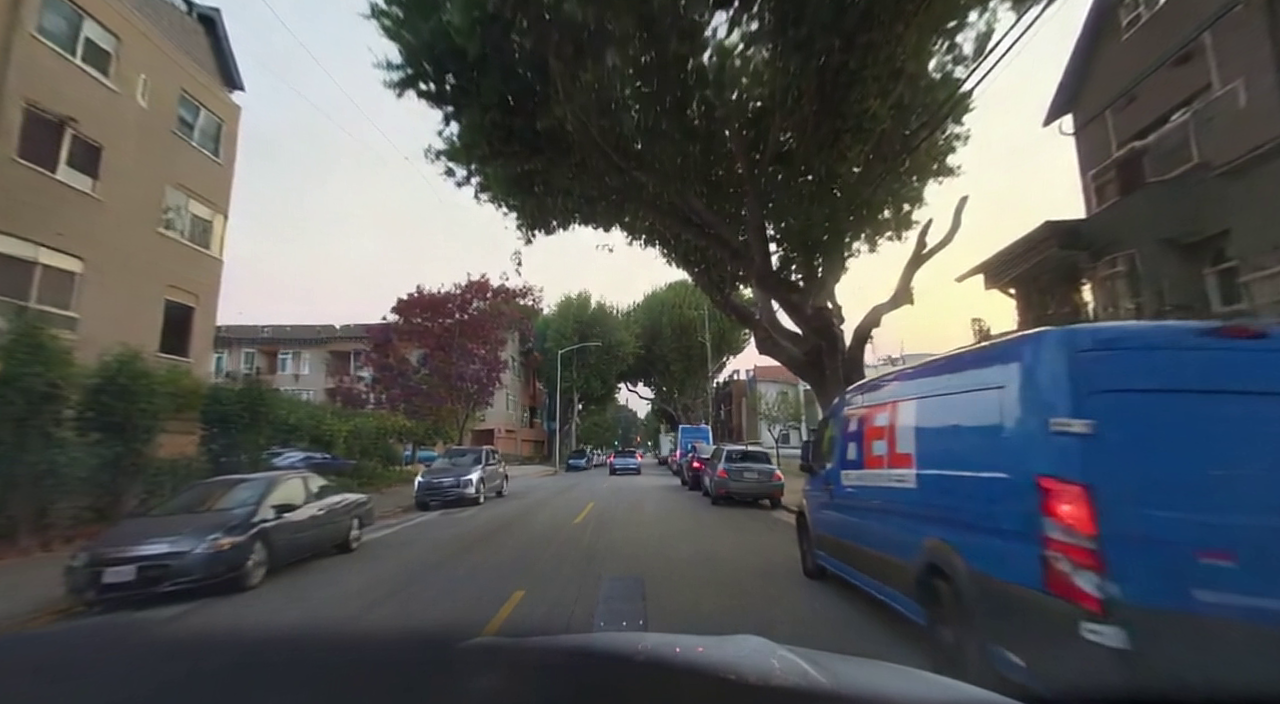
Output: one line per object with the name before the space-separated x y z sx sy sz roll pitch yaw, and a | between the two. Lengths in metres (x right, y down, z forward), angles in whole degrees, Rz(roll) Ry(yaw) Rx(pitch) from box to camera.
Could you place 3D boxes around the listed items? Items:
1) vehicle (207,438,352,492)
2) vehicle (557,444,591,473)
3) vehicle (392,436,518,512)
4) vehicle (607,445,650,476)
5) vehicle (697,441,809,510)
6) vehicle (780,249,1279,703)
vehicle | -11.328 3.543 20.217 1.795 1.513 4.442 0 -8 3
vehicle | -4.701 7.619 45.326 1.951 1.662 4.046 1 -4 0
vehicle | -4.902 3.248 17.470 2.090 1.497 4.639 1 -4 0
vehicle | -0.618 5.598 32.735 2.095 1.510 3.605 0 -8 -1
vehicle | 2.642 2.977 15.728 1.906 1.471 3.941 0 -8 -3
vehicle | 2.684 0.977 4.455 2.303 2.049 4.719 0 -8 0
